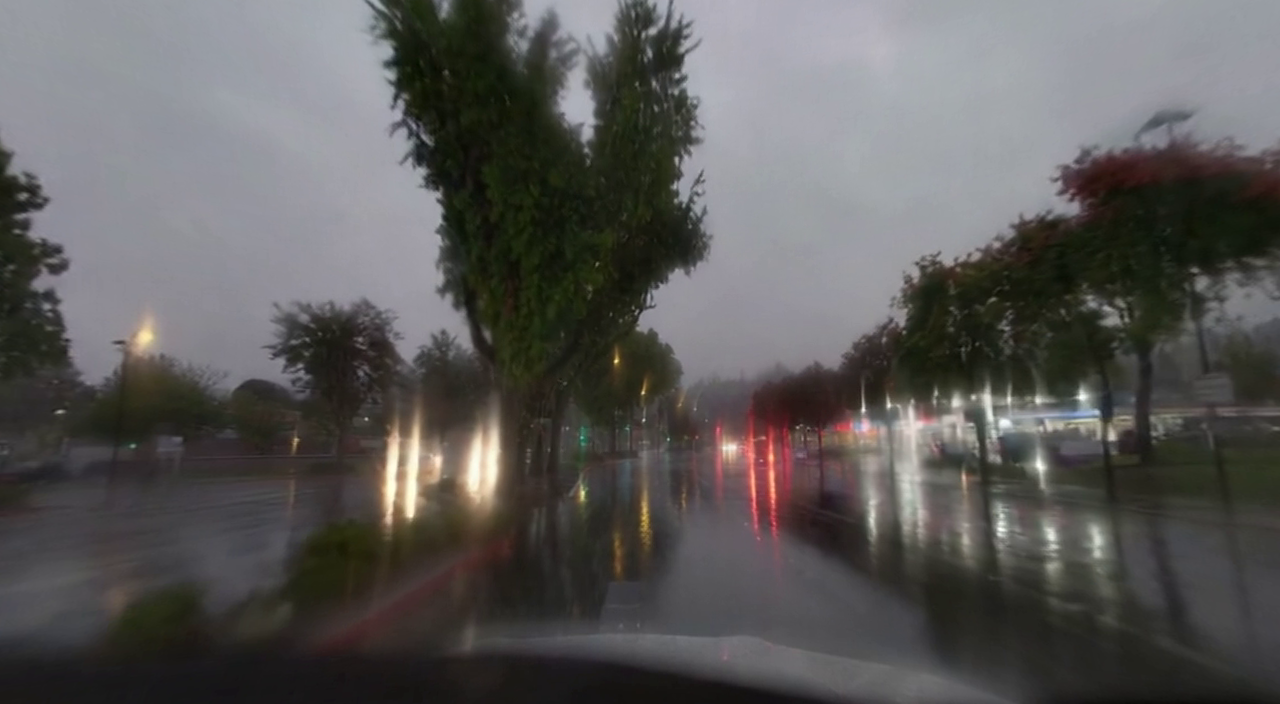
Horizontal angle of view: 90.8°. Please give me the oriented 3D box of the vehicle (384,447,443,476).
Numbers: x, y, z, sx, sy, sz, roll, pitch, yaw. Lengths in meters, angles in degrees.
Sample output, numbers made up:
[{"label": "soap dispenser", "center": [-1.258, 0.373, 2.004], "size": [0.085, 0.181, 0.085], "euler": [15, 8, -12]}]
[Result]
[{"label": "vehicle", "center": [-15.877, 7.709, 44.655], "size": [2.191, 1.879, 4.675], "euler": [-1, -8, 3]}]

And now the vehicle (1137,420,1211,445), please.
[{"label": "vehicle", "center": [30.400, 4.583, 35.995], "size": [3.303, 1.375, 1.483], "euler": [2, -6, -13]}]

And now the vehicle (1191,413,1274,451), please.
[{"label": "vehicle", "center": [30.884, 4.174, 32.929], "size": [3.449, 1.428, 1.548], "euler": [-5, -9, -20]}]
